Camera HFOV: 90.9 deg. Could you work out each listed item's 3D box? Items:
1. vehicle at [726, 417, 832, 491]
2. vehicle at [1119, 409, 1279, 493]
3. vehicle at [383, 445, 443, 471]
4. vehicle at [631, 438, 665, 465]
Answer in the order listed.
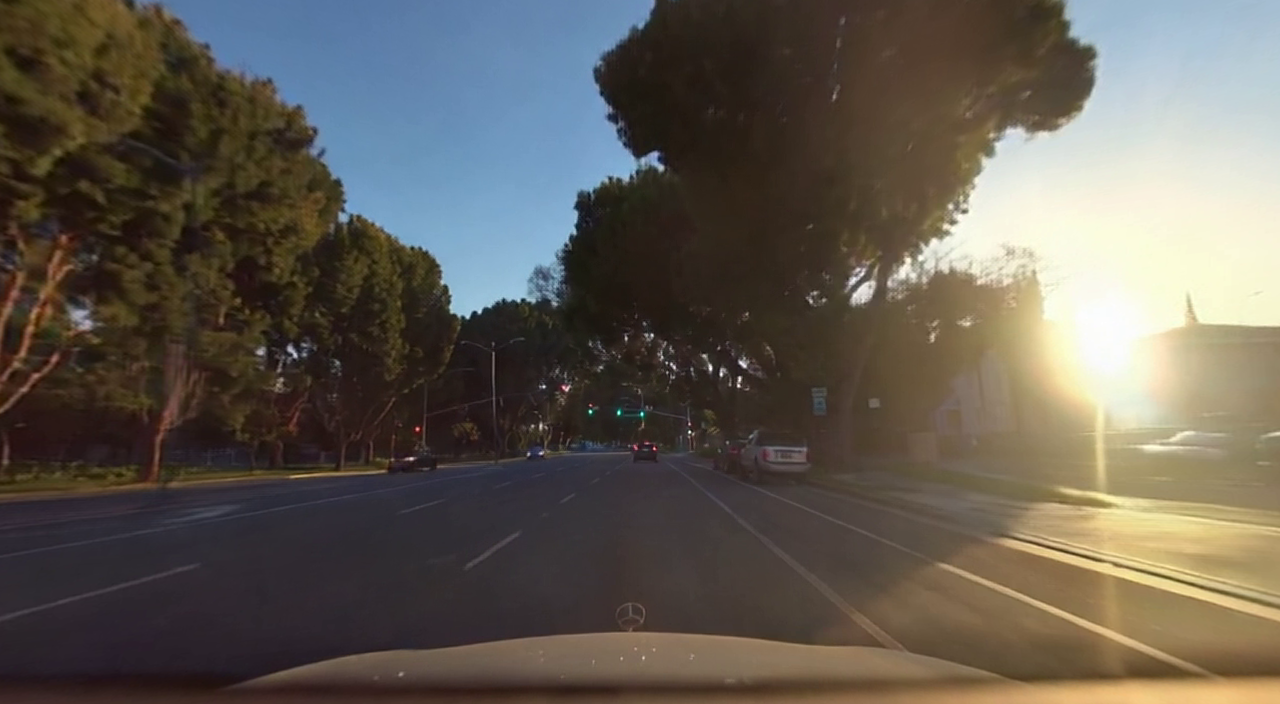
[{"bbox_3d":[4.424,3.406,21.364,2.162,2.080,6.515,0,-8,1],"label":"vehicle"},{"bbox_3d":[14.363,2.332,14.975,2.069,1.747,4.822,0,-8,-1],"label":"vehicle"},{"bbox_3d":[-14.013,6.555,39.236,1.960,1.487,4.632,-1,-8,1],"label":"vehicle"},{"bbox_3d":[0.559,6.770,42.996,2.169,1.751,4.276,-1,-8,1],"label":"vehicle"}]
